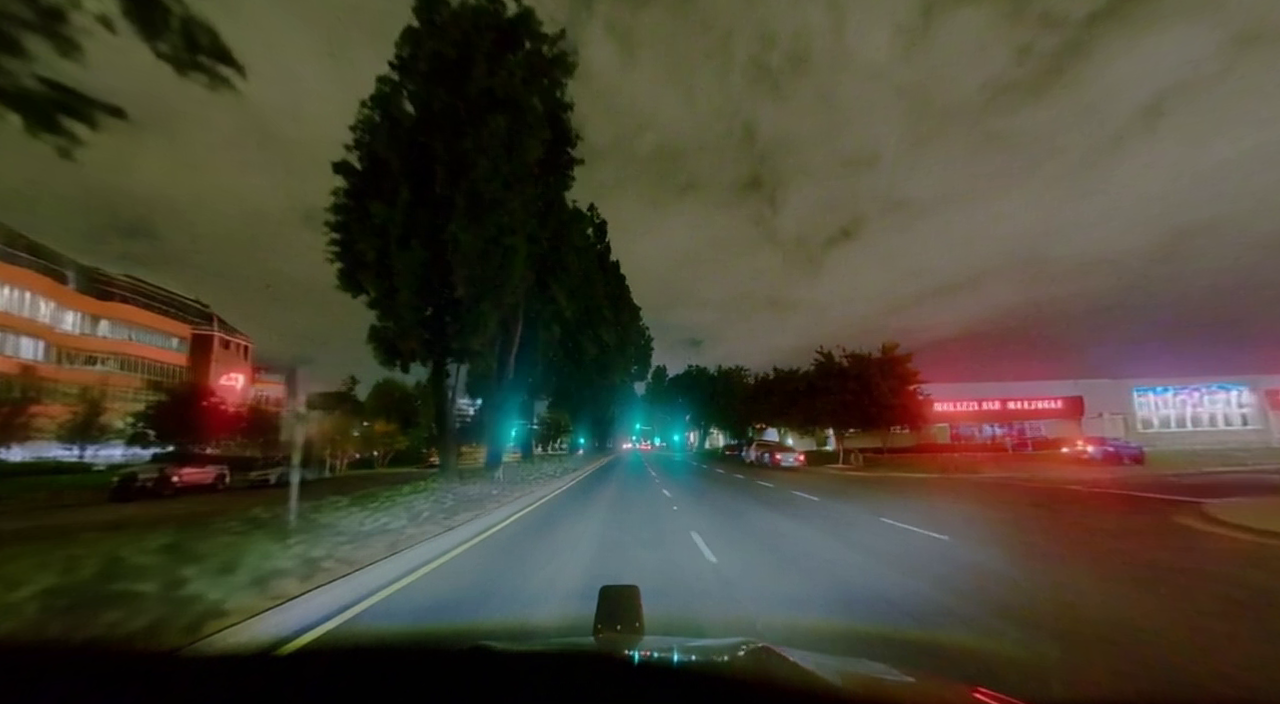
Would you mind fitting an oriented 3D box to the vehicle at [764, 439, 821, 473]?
[{"bbox_3d":[9.040,6.181,37.800,1.994,1.738,4.622,5,-9,-2],"label":"vehicle"}]

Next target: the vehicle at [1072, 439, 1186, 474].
[{"bbox_3d":[23.638,5.024,30.580,4.518,1.599,1.850,2,-9,-14],"label":"vehicle"}]

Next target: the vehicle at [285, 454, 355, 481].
[{"bbox_3d":[-19.838,7.174,39.463,1.840,1.464,4.781,0,-9,1],"label":"vehicle"}]

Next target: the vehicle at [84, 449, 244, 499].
[{"bbox_3d":[-20.141,5.143,27.240,2.208,1.882,5.826,-1,-9,2],"label":"vehicle"}]

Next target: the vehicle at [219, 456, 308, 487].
[{"bbox_3d":[-19.860,6.306,33.575,1.795,1.452,4.718,0,-9,1],"label":"vehicle"}]
